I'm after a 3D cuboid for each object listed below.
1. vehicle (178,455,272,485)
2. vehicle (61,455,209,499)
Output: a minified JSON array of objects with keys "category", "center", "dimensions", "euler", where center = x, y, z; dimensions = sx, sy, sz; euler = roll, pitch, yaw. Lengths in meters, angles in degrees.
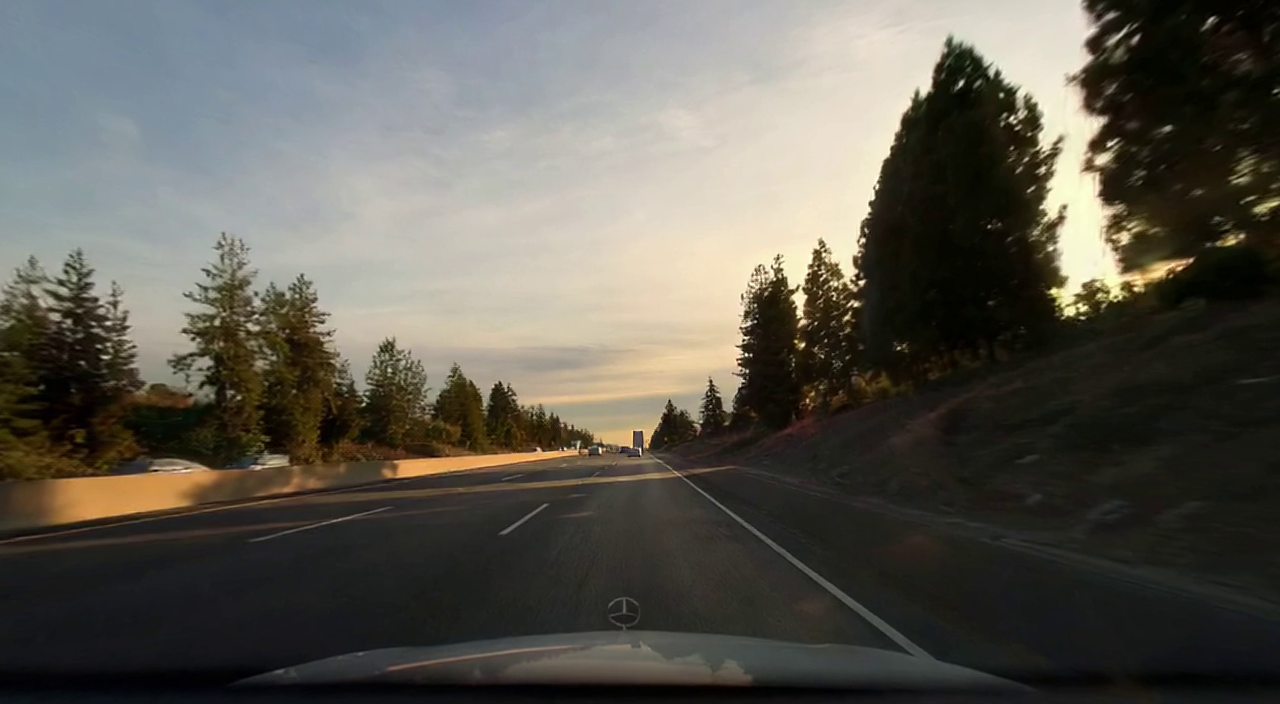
[{"category":"vehicle","center":[-23.852,6.784,36.527],"dimensions":[2.255,1.555,4.759],"euler":[0,-9,0]},{"category":"vehicle","center":[-19.265,4.753,24.412],"dimensions":[1.831,1.493,4.682],"euler":[0,-9,0]}]
